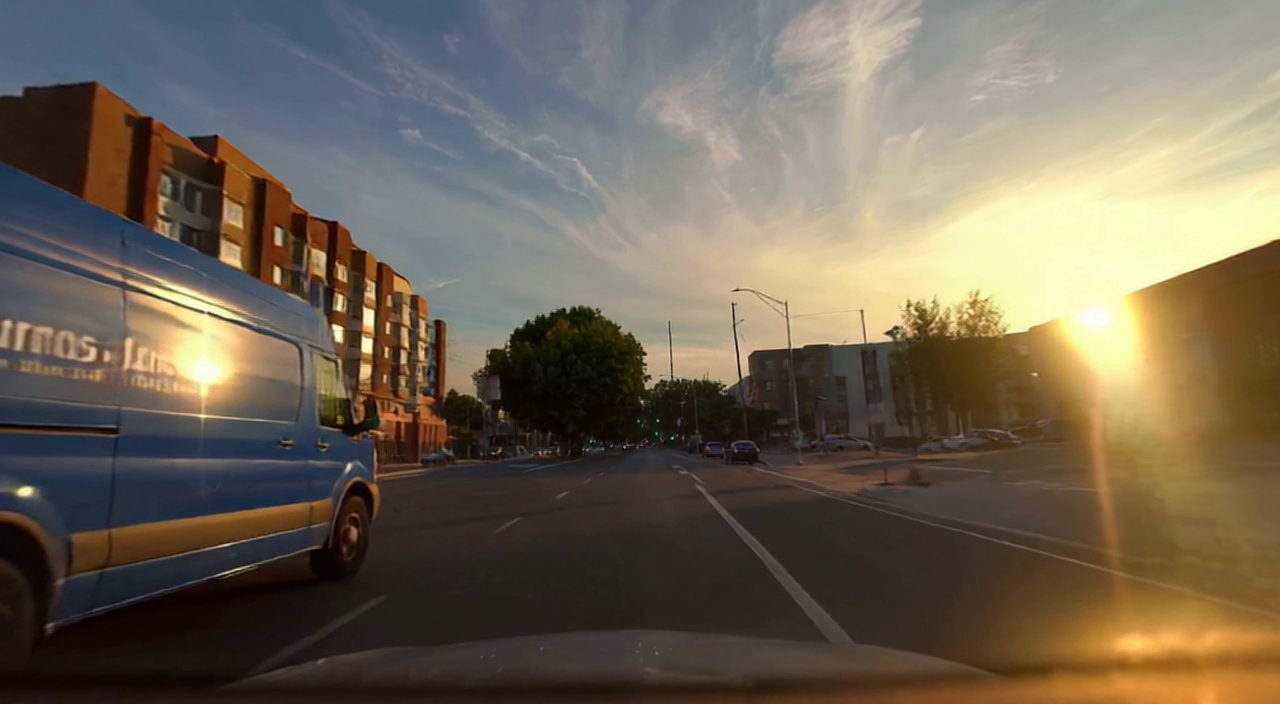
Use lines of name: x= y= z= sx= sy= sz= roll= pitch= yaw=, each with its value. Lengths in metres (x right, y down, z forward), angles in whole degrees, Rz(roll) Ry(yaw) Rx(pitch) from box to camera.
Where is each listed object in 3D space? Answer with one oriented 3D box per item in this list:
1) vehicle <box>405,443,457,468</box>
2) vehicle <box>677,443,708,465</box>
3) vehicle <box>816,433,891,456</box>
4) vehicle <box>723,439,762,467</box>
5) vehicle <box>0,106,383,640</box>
vehicle: x=-14.914 y=7.384 z=45.331 sx=2.151 sy=1.705 sz=4.537 roll=0 pitch=-8 yaw=0
vehicle: x=3.855 y=7.547 z=46.956 sx=1.878 sy=1.534 sz=4.120 roll=0 pitch=-8 yaw=-1
vehicle: x=15.589 y=6.801 z=46.391 sx=4.830 sy=1.605 sz=1.982 roll=-1 pitch=-9 yaw=5
vehicle: x=6.962 y=6.887 z=43.194 sx=2.175 sy=1.770 sz=4.373 roll=-1 pitch=-8 yaw=4
vehicle: x=-5.030 y=0.357 z=5.225 sx=2.763 sy=2.974 sz=7.562 roll=0 pitch=-8 yaw=-2
